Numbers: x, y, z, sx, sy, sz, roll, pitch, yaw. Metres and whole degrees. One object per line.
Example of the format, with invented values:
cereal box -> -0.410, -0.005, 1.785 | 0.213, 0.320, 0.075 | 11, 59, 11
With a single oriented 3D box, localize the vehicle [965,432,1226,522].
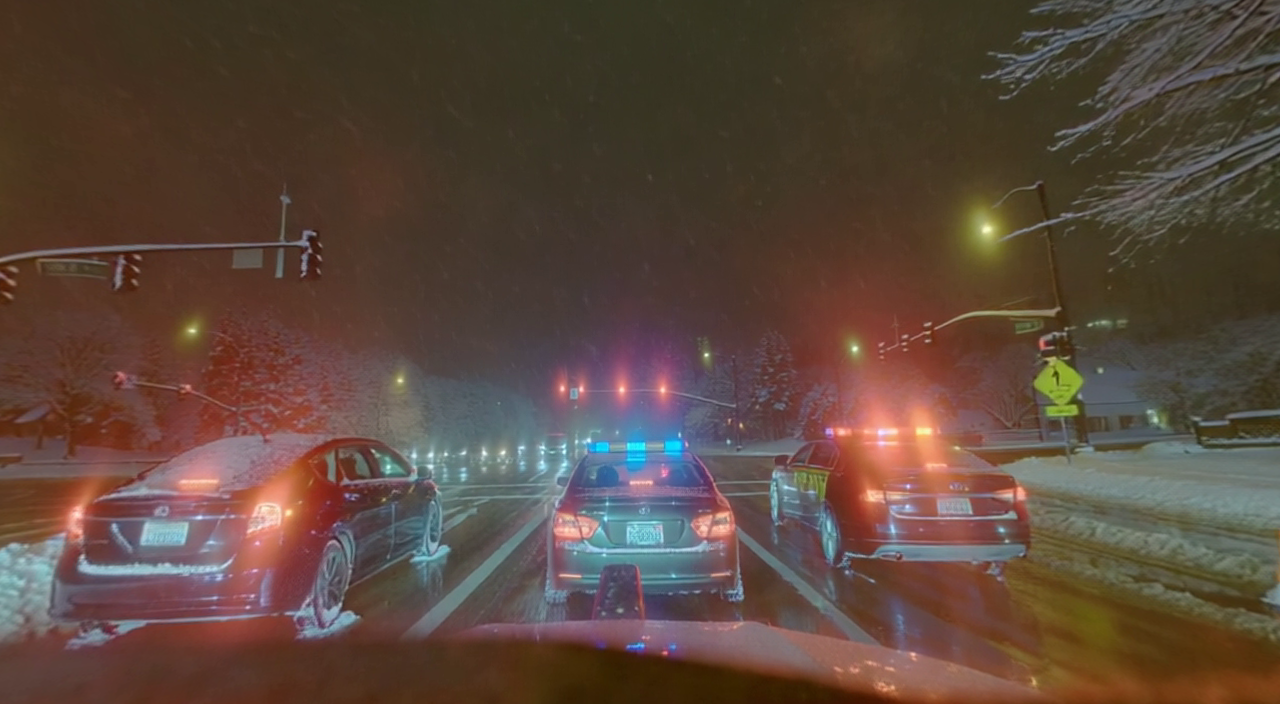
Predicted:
vehicle -> 9.366, 2.578, 13.601 | 1.957, 1.576, 4.670 | 0, -9, -3

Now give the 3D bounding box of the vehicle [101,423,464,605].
vehicle -> -3.604, 1.679, 7.402 | 1.863, 1.526, 4.006 | 0, -8, 1

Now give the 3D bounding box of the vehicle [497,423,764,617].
vehicle -> -0.116, 1.627, 7.112 | 2.061, 1.486, 4.332 | 0, -8, -1

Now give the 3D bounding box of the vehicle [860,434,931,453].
vehicle -> 20.233, 7.261, 49.925 | 4.827, 1.484, 1.883 | 0, -9, 0
